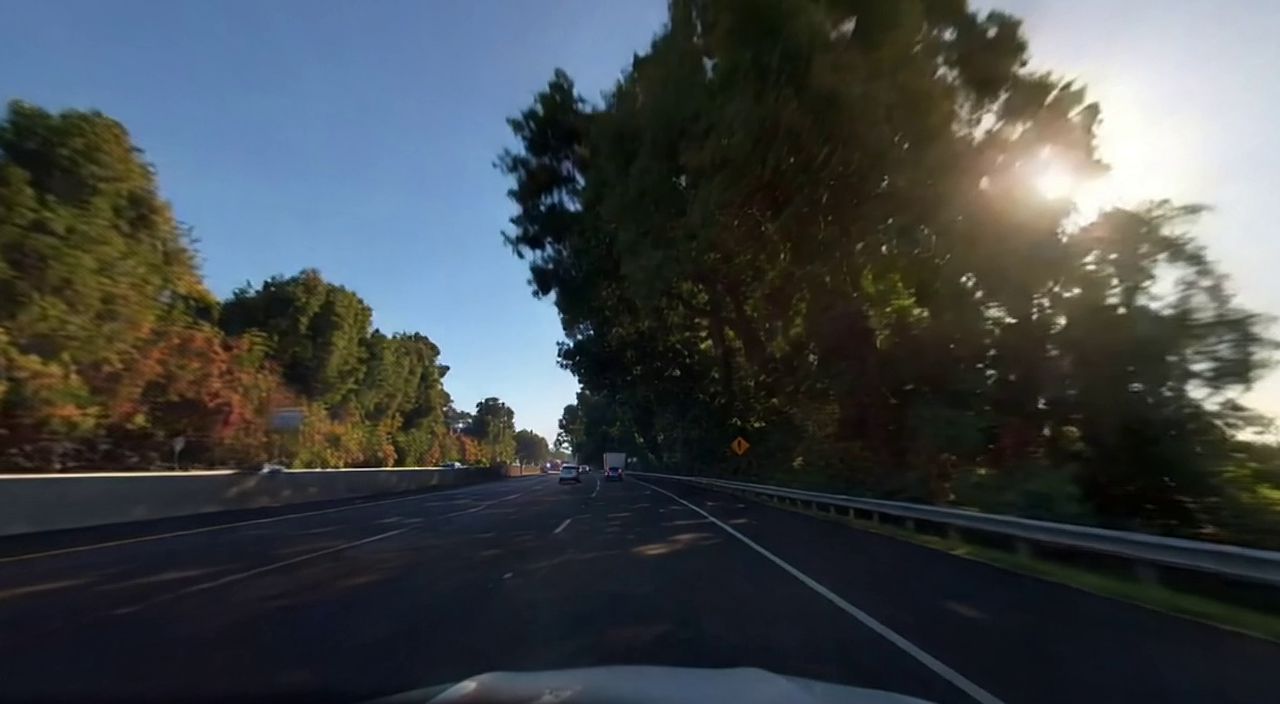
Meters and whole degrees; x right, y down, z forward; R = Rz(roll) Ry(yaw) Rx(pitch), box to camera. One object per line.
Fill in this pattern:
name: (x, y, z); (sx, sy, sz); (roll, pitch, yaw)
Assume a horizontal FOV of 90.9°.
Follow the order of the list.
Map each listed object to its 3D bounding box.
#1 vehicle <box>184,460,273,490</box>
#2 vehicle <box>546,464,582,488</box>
vehicle: (-21.994, 6.605, 33.912); (1.847, 1.469, 4.439); (1, -10, -2)
vehicle: (-5.237, 8.589, 43.797); (2.115, 1.546, 4.638); (1, -10, -2)
